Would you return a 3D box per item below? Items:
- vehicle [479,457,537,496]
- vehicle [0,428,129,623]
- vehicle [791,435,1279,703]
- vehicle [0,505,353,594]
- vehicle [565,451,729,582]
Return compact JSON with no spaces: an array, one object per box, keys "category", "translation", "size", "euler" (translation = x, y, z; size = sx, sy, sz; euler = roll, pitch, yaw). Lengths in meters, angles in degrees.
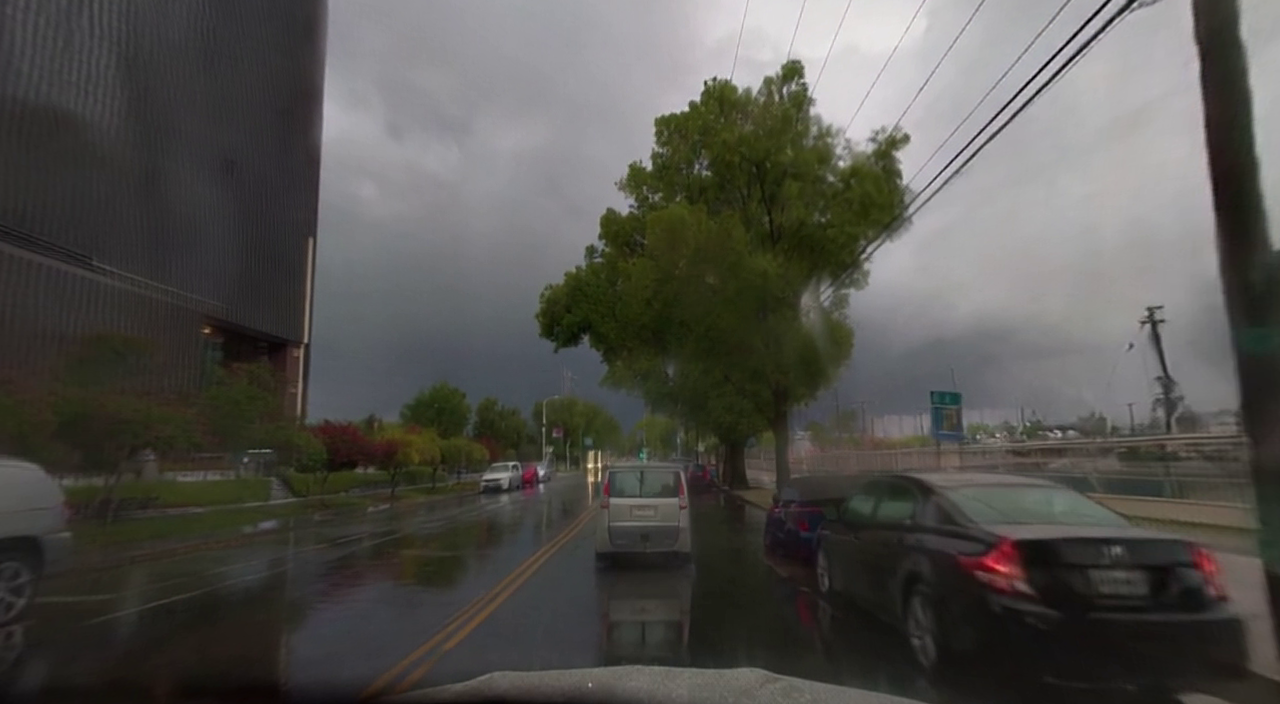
[{"category":"vehicle","translation":[-6.600,6.342,31.846],"size":[2.024,1.654,4.396],"euler":[-3,-12,-1]},{"category":"vehicle","translation":[-6.724,1.405,4.690],"size":[1.994,1.701,4.520],"euler":[-3,-12,-1]},{"category":"vehicle","translation":[2.665,1.589,5.186],"size":[1.884,1.566,4.018],"euler":[1,-10,1]},{"category":"vehicle","translation":[-6.858,3.028,10.171],"size":[2.223,0.774,4.789],"euler":[1,-10,0]},{"category":"vehicle","translation":[0.088,2.382,9.683],"size":[2.018,1.583,3.646],"euler":[1,-10,0]}]
